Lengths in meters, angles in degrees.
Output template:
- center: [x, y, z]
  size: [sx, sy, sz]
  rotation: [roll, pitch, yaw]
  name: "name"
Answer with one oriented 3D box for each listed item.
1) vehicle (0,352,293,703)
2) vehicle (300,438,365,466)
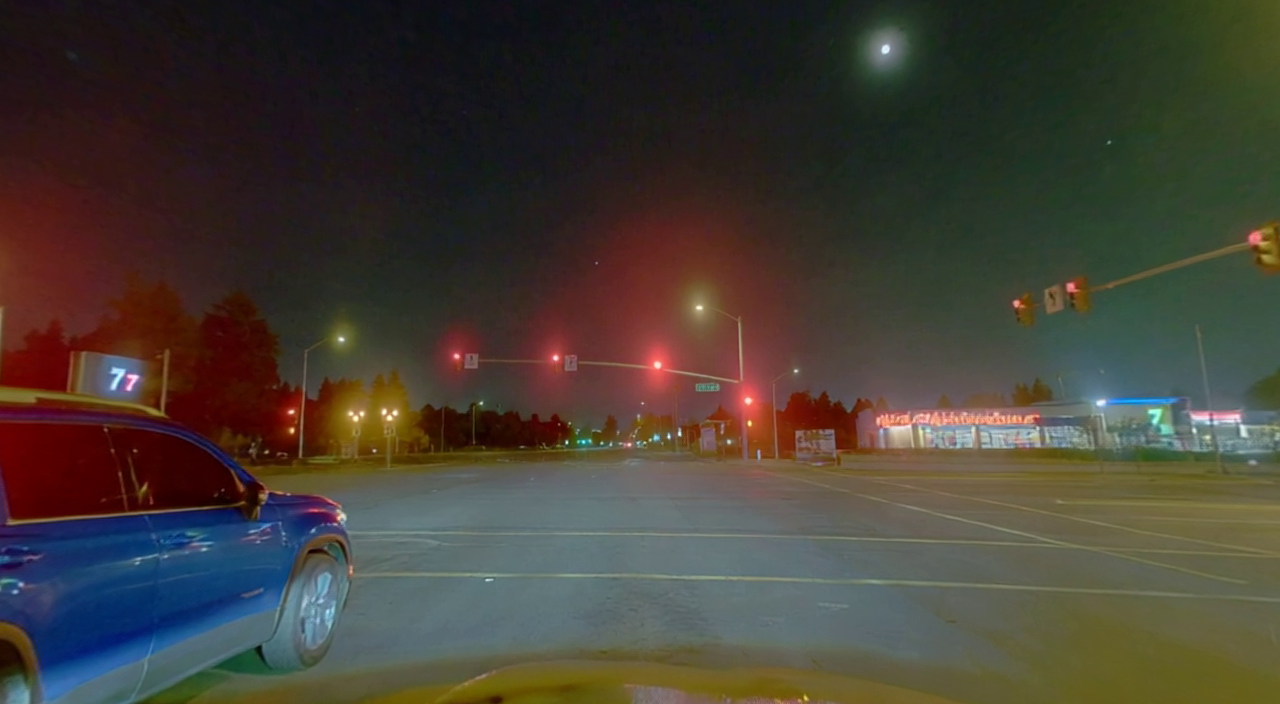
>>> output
- center: [-3.422, 0.805, 2.035]
  size: [2.053, 1.690, 4.364]
  rotation: [0, -9, 1]
  name: "vehicle"
- center: [-20.473, 6.675, 42.137]
  size: [2.004, 1.699, 4.486]
  rotation: [0, -9, 1]
  name: "vehicle"
